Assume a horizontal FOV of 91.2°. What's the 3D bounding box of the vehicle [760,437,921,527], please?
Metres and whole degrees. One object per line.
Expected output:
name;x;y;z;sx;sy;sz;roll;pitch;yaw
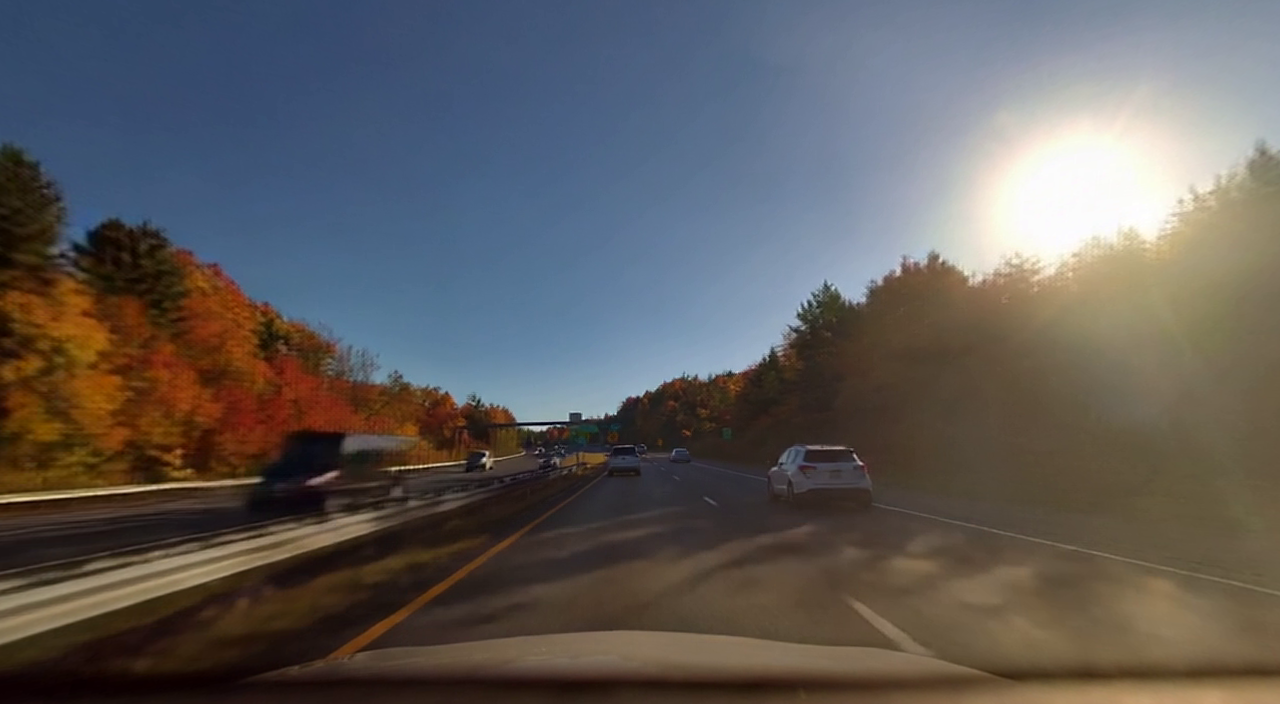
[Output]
vehicle;3.877;2.570;12.999;1.843;1.505;4.339;0;-9;-1

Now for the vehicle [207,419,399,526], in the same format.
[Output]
vehicle;-9.562;3.465;18.647;2.447;2.609;5.829;-1;-9;0

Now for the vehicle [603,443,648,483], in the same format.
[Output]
vehicle;-0.621;5.087;29.025;1.937;1.699;3.936;-1;-9;0
